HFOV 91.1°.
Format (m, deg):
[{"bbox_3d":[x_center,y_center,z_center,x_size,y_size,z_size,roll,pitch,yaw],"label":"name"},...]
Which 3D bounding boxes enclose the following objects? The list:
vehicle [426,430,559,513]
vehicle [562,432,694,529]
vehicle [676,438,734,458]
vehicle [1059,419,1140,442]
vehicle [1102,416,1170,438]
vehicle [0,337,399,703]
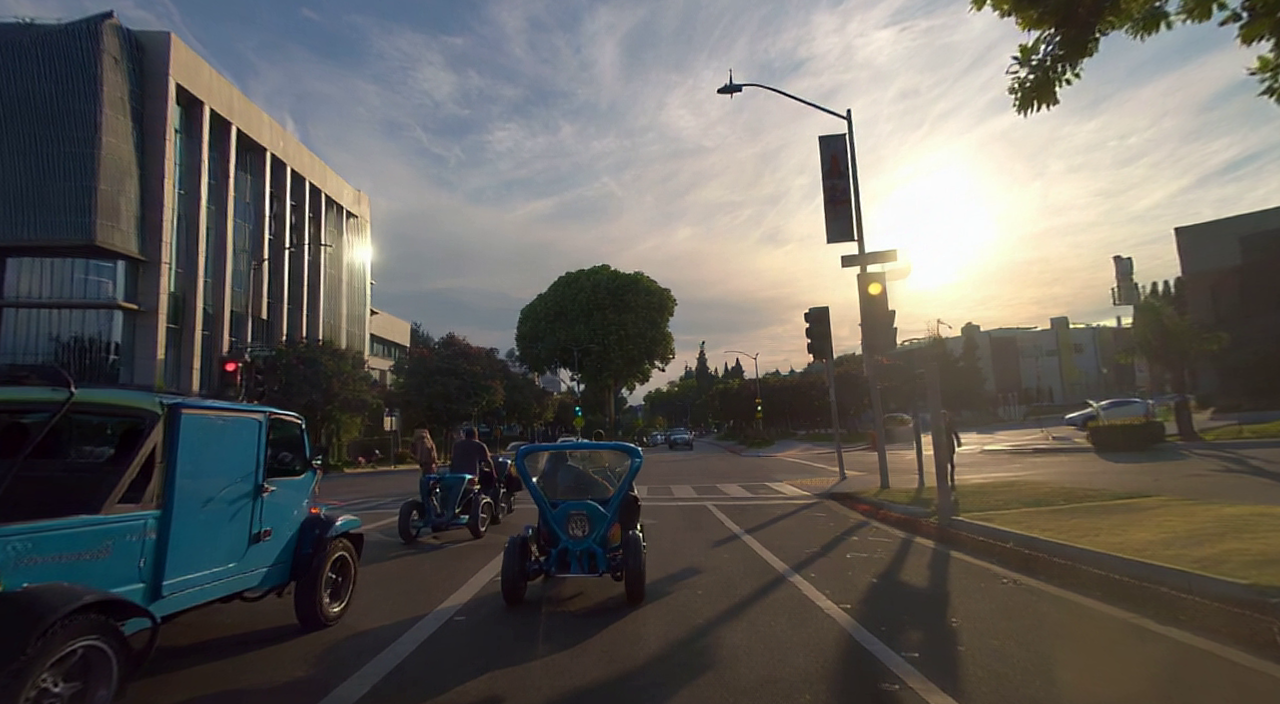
[{"bbox_3d":[-3.166,2.665,14.442,1.935,1.615,4.073,-1,-8,2],"label":"vehicle"},{"bbox_3d":[-0.149,2.287,11.760,2.025,1.458,4.085,0,-8,1],"label":"vehicle"},{"bbox_3d":[5.188,7.638,49.949,2.018,1.491,4.795,-8,-12,44],"label":"vehicle"},{"bbox_3d":[30.738,5.272,42.090,1.751,1.420,4.027,8,-12,-43],"label":"vehicle"},{"bbox_3d":[36.791,5.599,46.569,1.625,1.449,3.557,6,-11,-38],"label":"vehicle"},{"bbox_3d":[-3.618,1.133,4.447,2.000,1.809,4.405,0,-8,1],"label":"vehicle"}]
